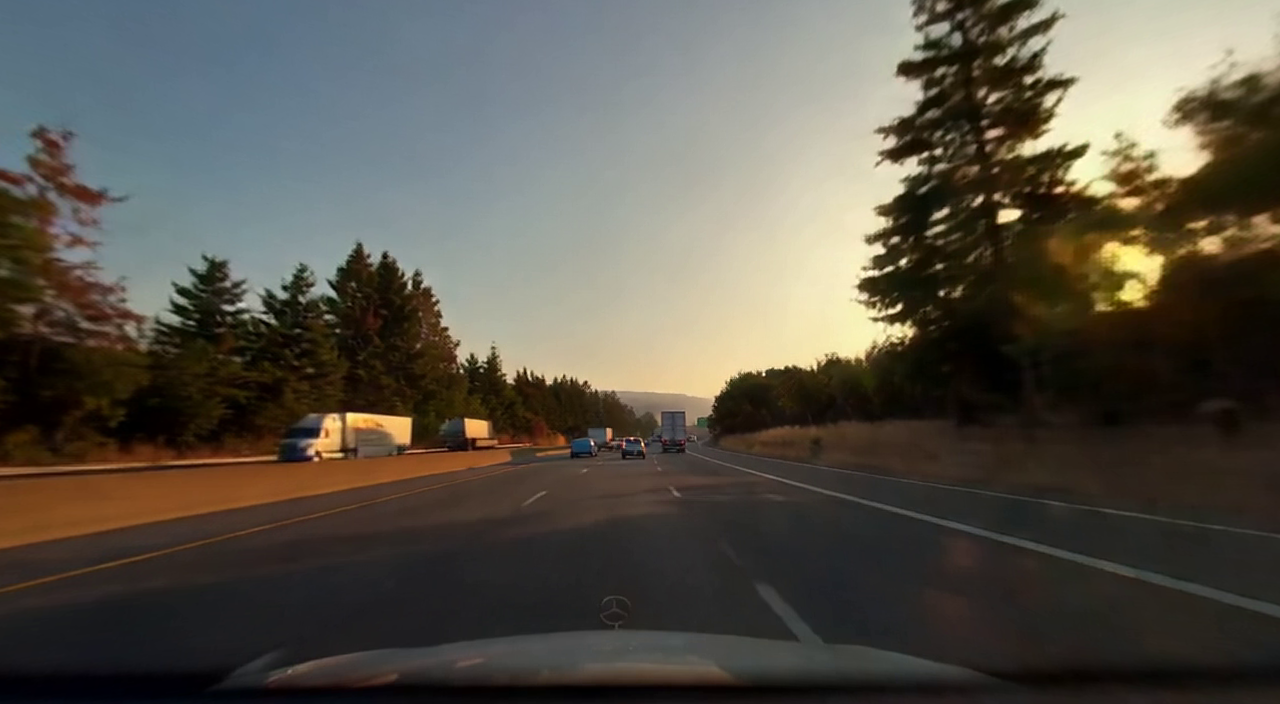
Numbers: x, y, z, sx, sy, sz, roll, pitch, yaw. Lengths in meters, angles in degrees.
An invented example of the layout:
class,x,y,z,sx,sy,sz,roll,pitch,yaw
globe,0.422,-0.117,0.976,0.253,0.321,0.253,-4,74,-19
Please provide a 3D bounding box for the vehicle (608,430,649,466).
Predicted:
class,x,y,z,sx,sy,sz,roll,pitch,yaw
vehicle,-0.643,5.512,36.332,2.211,1.933,4.315,0,-8,-1

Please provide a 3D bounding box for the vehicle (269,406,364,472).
class,x,y,z,sx,sy,sz,roll,pitch,yaw
vehicle,-21.345,5.812,41.975,3.017,4.001,5.969,-1,-8,0

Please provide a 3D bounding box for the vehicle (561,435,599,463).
class,x,y,z,sx,sy,sz,roll,pitch,yaw
vehicle,-3.978,6.510,42.286,2.047,1.757,4.183,-1,-8,1
